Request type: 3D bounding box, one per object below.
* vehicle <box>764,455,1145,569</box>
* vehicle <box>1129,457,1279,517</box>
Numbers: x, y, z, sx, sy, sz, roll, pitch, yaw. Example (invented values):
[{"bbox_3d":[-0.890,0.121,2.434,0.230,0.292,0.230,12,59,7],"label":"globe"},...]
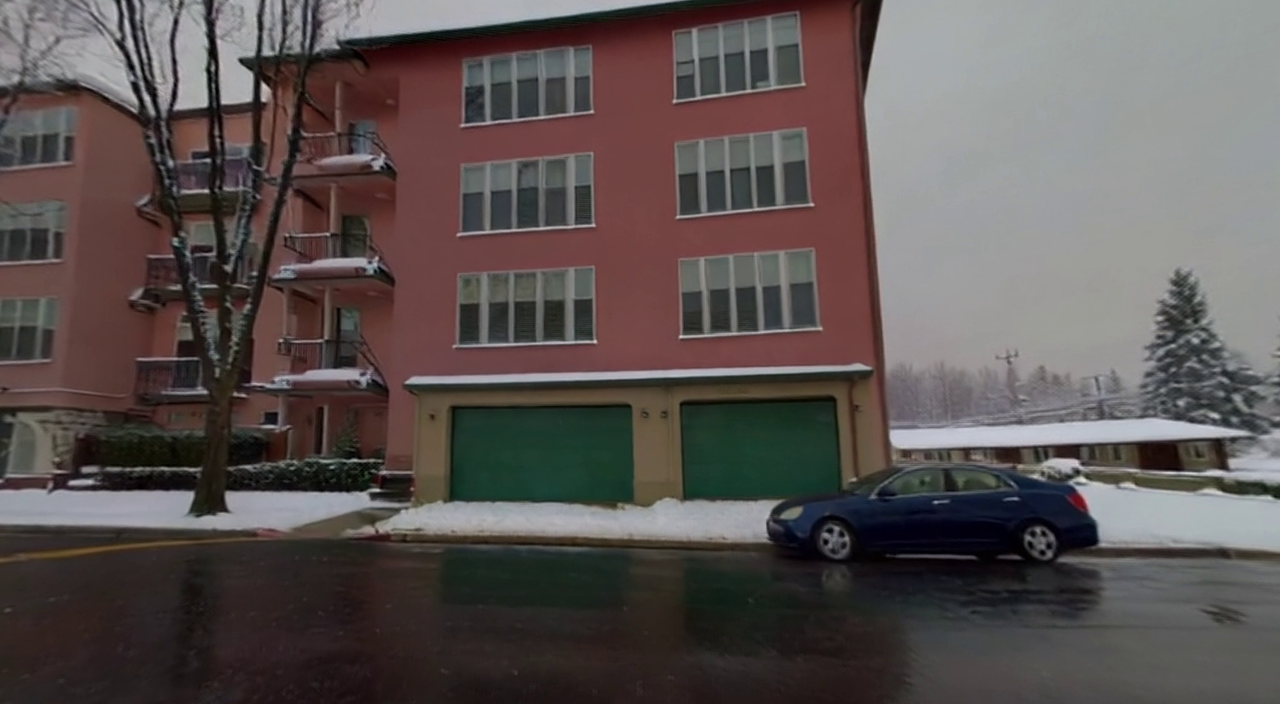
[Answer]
[{"bbox_3d":[4.306,2.280,9.448,4.697,1.444,1.825,-1,-9,8],"label":"vehicle"},{"bbox_3d":[19.087,4.326,20.440,4.438,1.776,2.182,-2,-9,9],"label":"vehicle"}]
